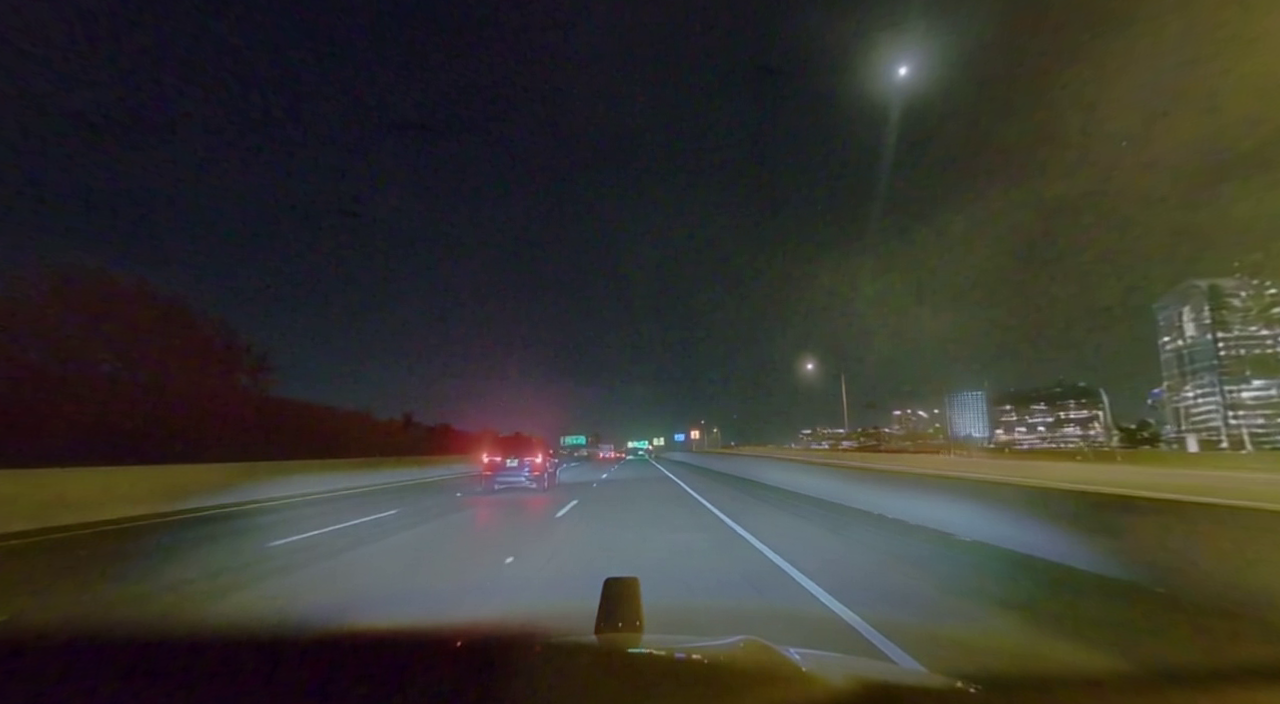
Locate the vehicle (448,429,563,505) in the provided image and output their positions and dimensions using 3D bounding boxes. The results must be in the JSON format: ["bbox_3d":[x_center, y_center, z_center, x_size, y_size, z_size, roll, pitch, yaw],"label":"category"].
[{"bbox_3d":[-3.536,3.144,17.732,2.145,1.828,4.867,0,-9,0],"label":"vehicle"}]
